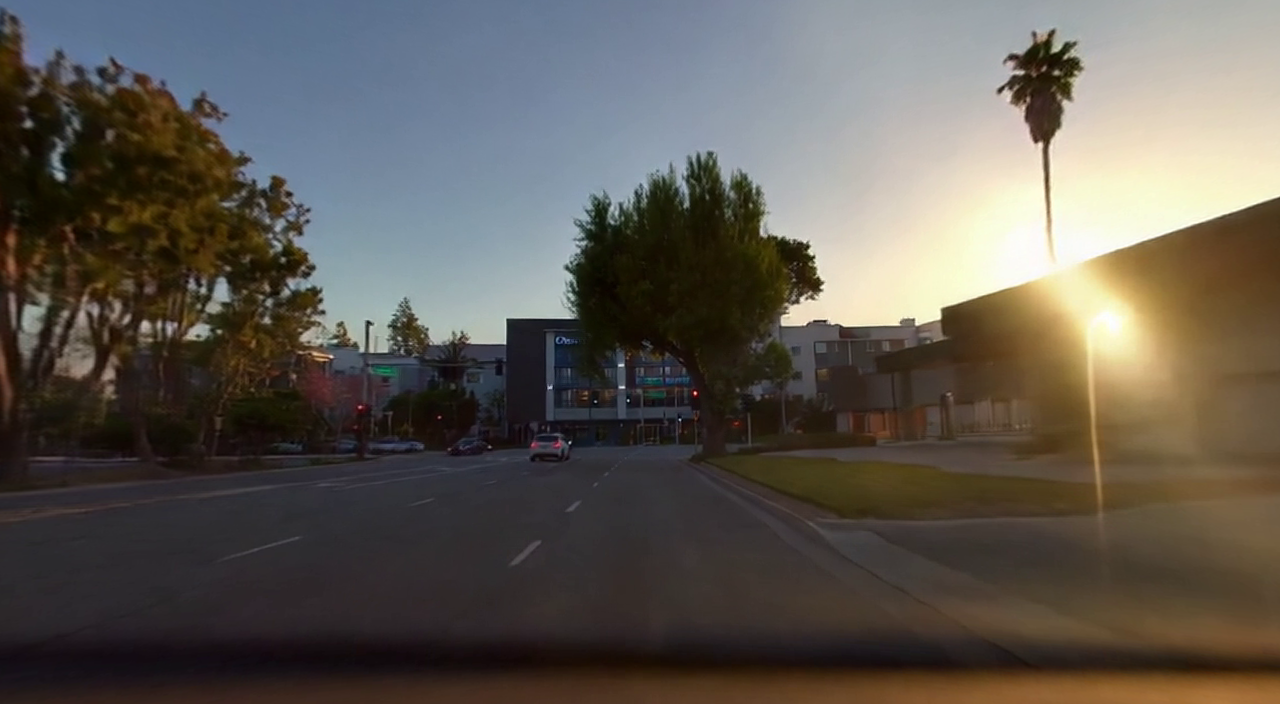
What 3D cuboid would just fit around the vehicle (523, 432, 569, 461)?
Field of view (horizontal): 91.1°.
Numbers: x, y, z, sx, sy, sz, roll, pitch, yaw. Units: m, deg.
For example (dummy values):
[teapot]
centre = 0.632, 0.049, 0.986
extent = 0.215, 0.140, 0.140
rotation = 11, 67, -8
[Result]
[vehicle]
centre = -6.006, 6.061, 40.539
extent = 2.121, 1.731, 4.707
rotation = 0, -8, 1
